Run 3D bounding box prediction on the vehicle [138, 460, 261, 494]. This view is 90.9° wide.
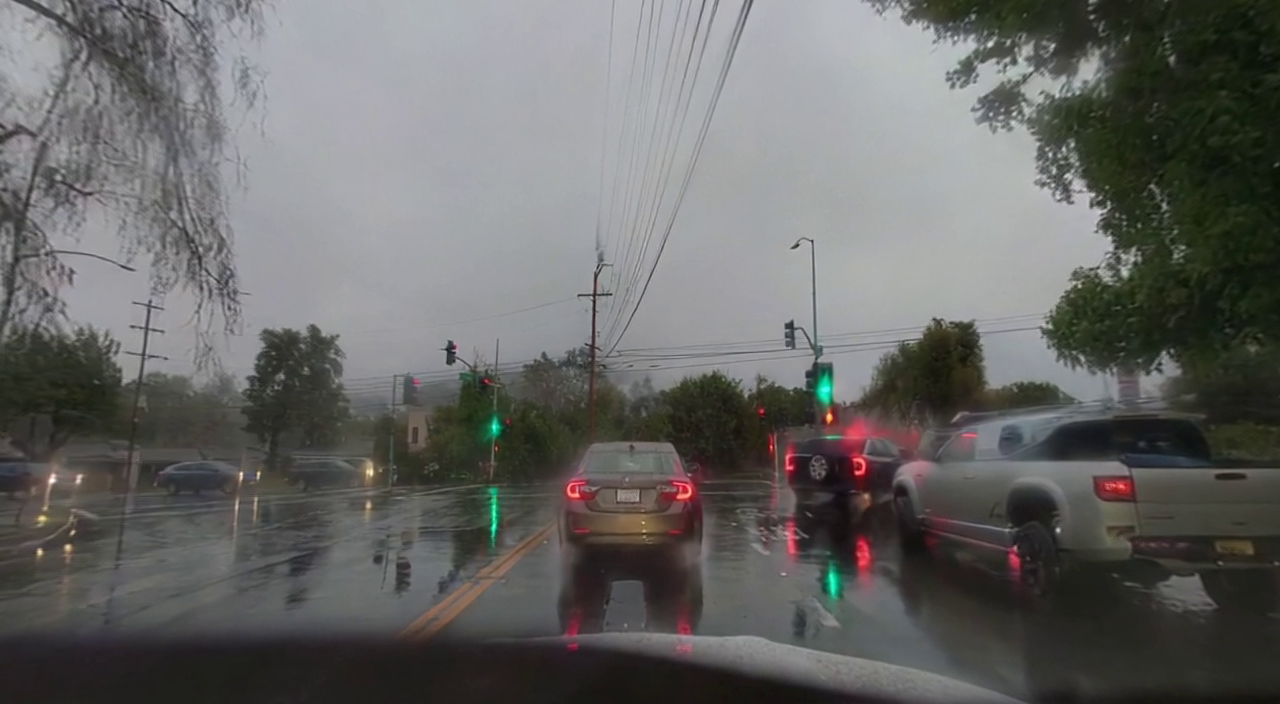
[{"bbox_3d":[-21.023,5.951,30.172,4.736,1.475,1.921,-2,-9,9],"label":"vehicle"}]

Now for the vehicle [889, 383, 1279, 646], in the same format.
[{"bbox_3d":[4.617,1.496,6.936,2.095,1.836,4.895,-1,-8,5],"label":"vehicle"}]

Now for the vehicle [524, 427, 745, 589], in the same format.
[{"bbox_3d":[0.009,1.811,8.275,2.078,1.506,4.512,0,-8,2],"label":"vehicle"}]

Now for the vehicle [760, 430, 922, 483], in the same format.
[{"bbox_3d":[7.915,4.202,25.492,5.857,2.016,2.273,-1,-8,7],"label":"vehicle"}]

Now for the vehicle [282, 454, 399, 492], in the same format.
[{"bbox_3d":[-13.789,5.536,29.168,4.485,1.625,1.980,-2,-9,10],"label":"vehicle"}]
